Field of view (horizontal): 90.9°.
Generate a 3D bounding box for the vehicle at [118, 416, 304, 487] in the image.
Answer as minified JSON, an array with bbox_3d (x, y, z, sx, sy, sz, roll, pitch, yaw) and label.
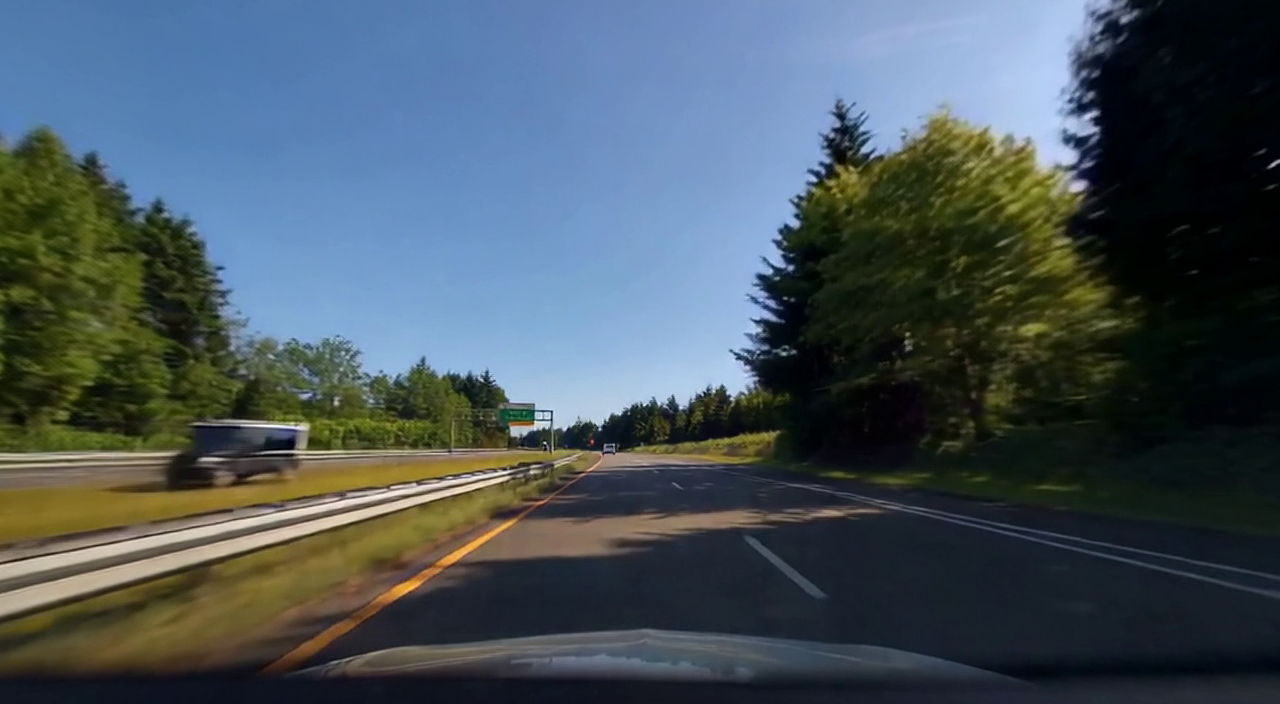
[{"bbox_3d":[-12.962,3.101,19.649,2.134,1.893,5.320,0,-9,-1],"label":"vehicle"}]
